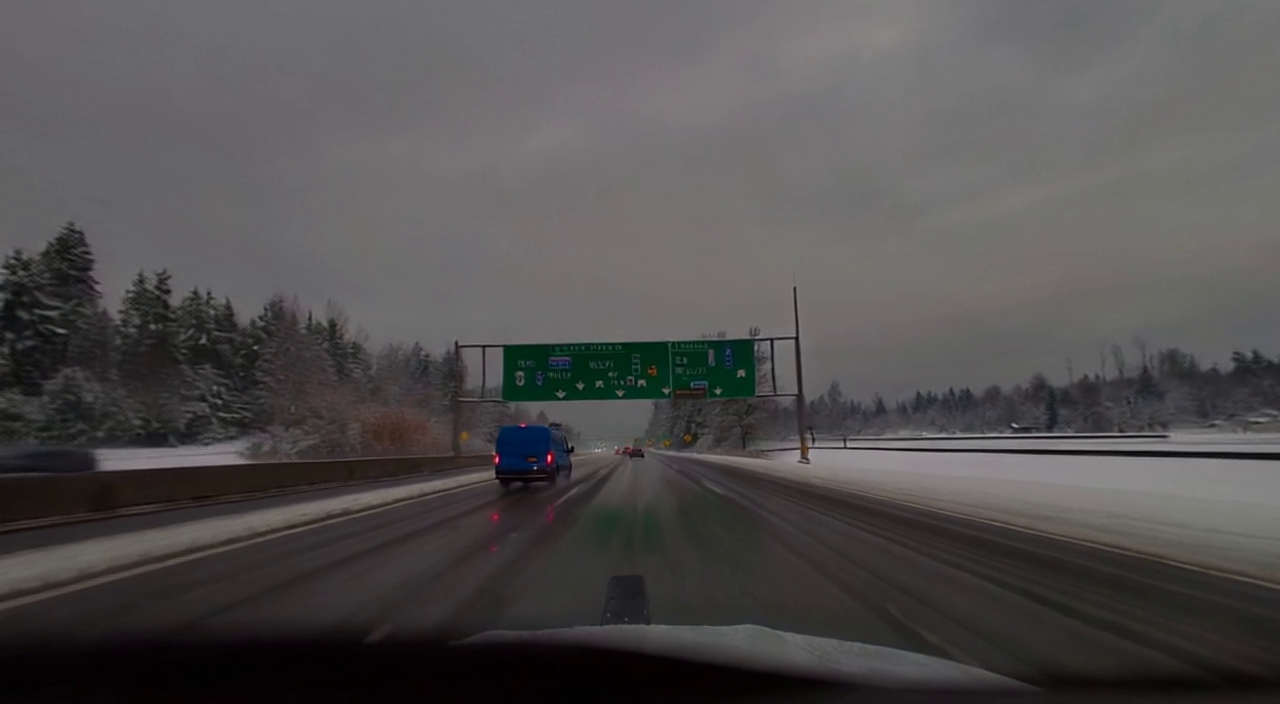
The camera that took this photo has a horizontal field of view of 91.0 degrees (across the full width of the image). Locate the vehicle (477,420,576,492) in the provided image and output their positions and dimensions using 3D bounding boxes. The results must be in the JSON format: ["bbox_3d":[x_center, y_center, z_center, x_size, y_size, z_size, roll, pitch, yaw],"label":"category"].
[{"bbox_3d":[-3.462,3.272,20.152,2.281,2.025,4.586,0,-8,0],"label":"vehicle"}]
